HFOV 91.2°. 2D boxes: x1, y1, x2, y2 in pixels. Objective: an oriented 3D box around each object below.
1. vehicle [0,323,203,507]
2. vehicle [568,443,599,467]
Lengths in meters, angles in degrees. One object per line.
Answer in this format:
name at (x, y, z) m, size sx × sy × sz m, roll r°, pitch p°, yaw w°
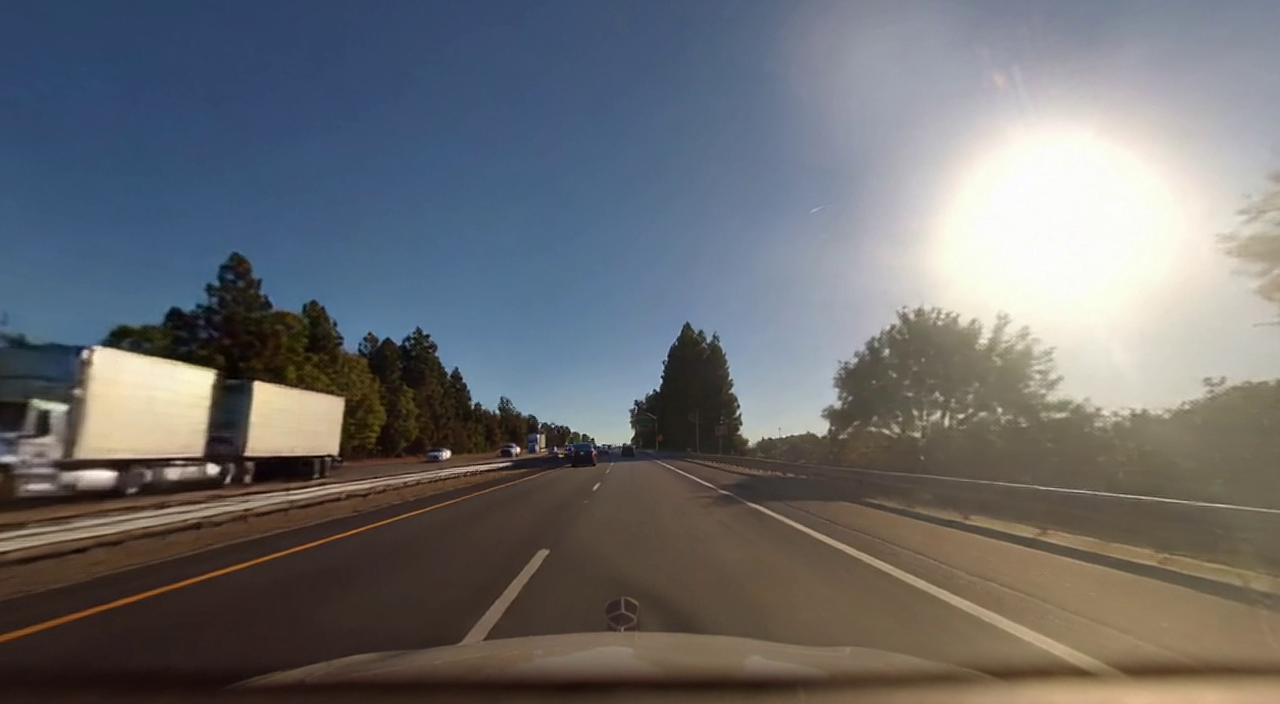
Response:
vehicle at (-16.359, 1.962, 18.141) m, size 2.959 × 4.473 × 5.911 m, roll 0°, pitch -9°, yaw -1°
vehicle at (-4.194, 7.710, 47.166) m, size 2.098 × 1.692 × 4.038 m, roll 0°, pitch -9°, yaw -1°
